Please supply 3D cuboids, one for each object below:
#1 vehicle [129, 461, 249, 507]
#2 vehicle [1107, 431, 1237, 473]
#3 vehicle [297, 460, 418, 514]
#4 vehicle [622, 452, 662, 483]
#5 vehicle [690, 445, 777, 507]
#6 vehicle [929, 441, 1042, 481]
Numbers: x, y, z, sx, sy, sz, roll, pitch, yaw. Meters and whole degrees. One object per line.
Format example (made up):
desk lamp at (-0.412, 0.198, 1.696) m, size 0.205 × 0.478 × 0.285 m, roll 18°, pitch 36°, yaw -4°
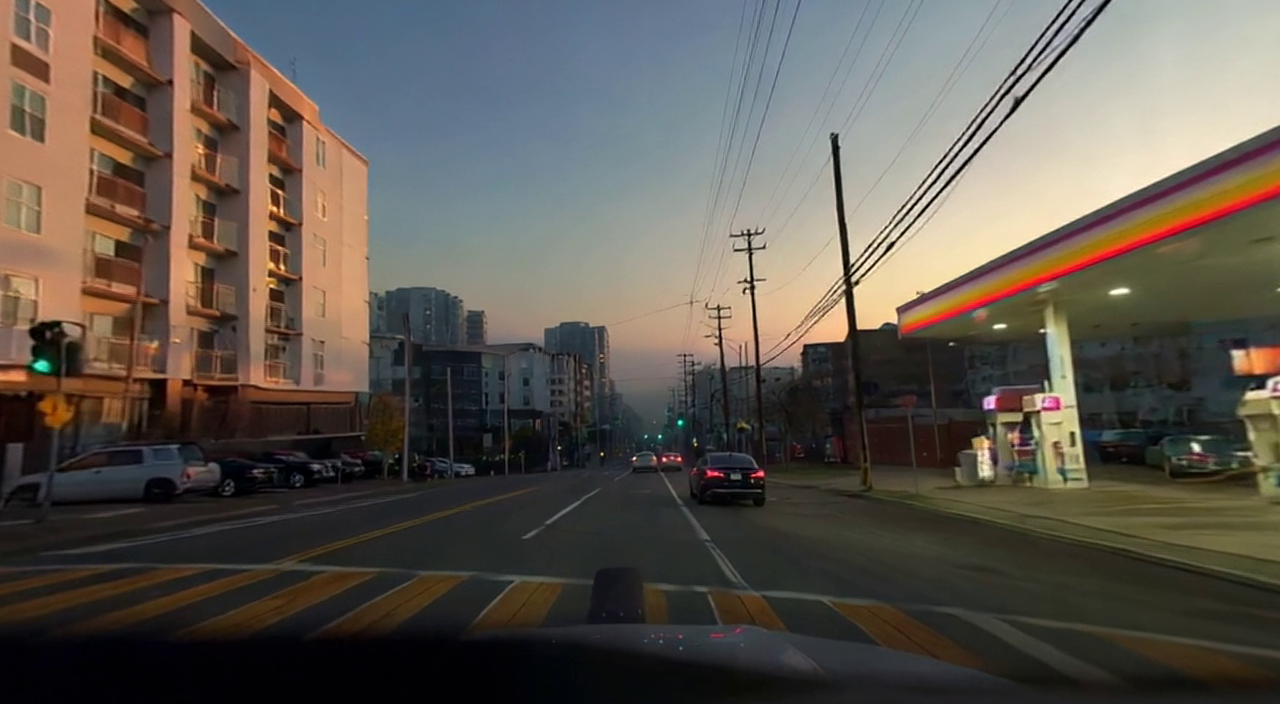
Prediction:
vehicle at (-17.196, 5.023, 24.157) m, size 3.631 × 1.452 × 1.610 m, roll -3°, pitch -4°, yaw 8°
vehicle at (21.484, 4.056, 25.758) m, size 1.856 × 1.530 × 3.933 m, roll -1°, pitch -8°, yaw 1°
vehicle at (-9.150, 4.378, 20.930) m, size 1.859 × 1.451 × 4.447 m, roll -1°, pitch -8°, yaw 1°
vehicle at (0.101, 6.155, 33.923) m, size 1.999 × 1.487 × 3.939 m, roll 0°, pitch -8°, yaw 0°
vehicle at (2.701, 3.672, 19.231) m, size 1.945 × 1.647 × 4.160 m, roll 0°, pitch -8°, yaw -1°
vehicle at (14.063, 4.449, 26.080) m, size 1.846 × 1.480 × 4.649 m, roll 0°, pitch -8°, yaw -2°
